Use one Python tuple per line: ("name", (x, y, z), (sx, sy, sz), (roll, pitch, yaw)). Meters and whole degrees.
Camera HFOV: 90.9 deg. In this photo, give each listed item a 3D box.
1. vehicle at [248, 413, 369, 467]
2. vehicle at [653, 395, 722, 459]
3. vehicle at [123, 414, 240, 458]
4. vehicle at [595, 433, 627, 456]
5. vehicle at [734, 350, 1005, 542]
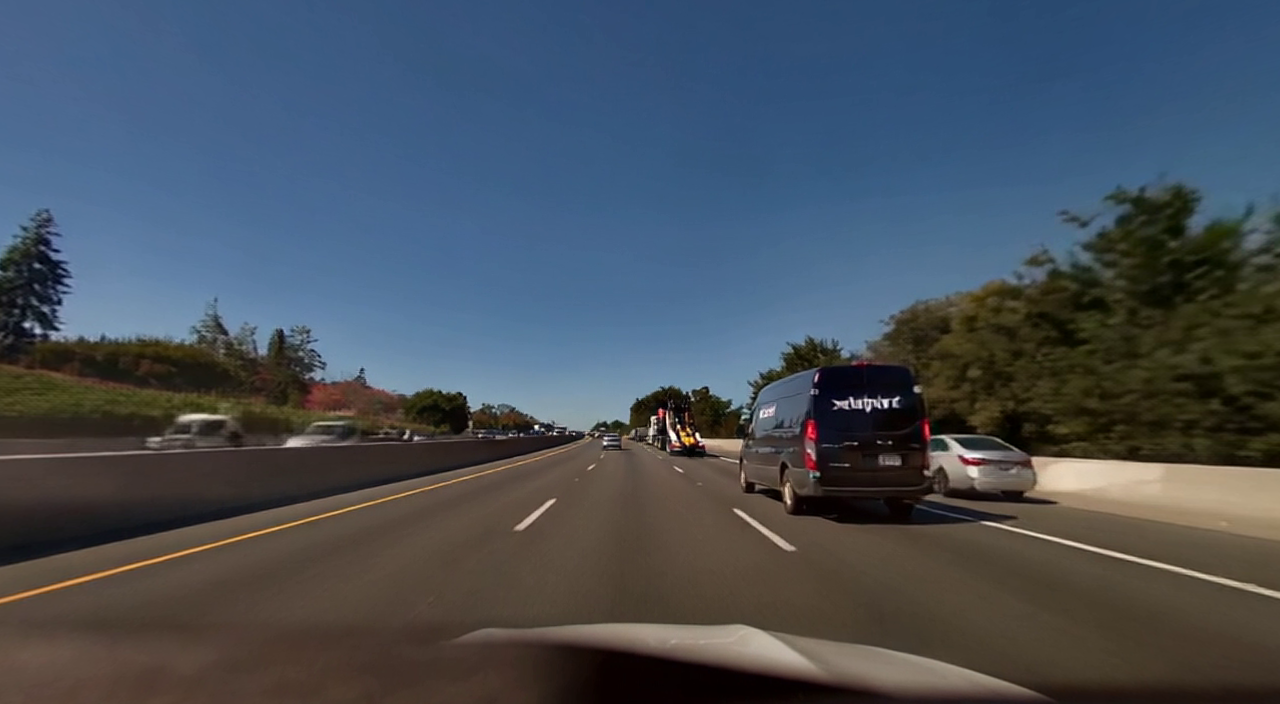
("vehicle", (-11.491, 3.090, 22.257), (2.046, 1.697, 4.190), (0, -8, -1))
("vehicle", (2.894, 5.052, 41.772), (2.912, 3.738, 10.123), (0, -8, -5))
("vehicle", (-22.576, 4.188, 31.347), (2.076, 1.998, 5.184), (0, -8, -3))
("vehicle", (-2.076, 6.623, 45.228), (2.217, 1.502, 4.222), (0, -8, -2))
("vehicle", (3.449, 1.609, 11.257), (2.386, 2.509, 5.880), (0, -8, -2))
